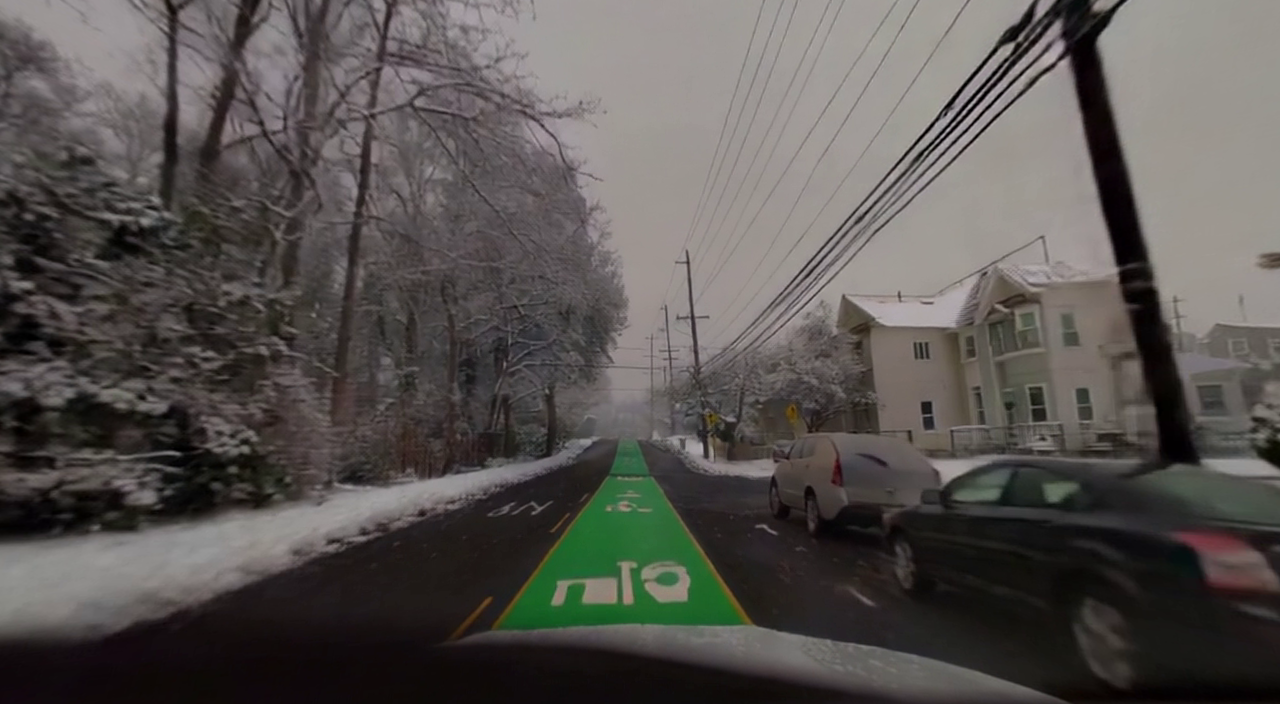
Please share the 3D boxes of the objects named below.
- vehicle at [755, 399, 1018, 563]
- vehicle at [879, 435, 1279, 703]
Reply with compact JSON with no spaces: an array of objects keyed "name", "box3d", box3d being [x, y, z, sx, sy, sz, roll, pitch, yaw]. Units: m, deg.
[{"name":"vehicle","box3d":[3.415,2.032,10.036,2.054,1.879,4.717,3,-12,-3]},{"name":"vehicle","box3d":[3.666,1.424,4.723,1.981,1.512,4.144,0,-9,-2]}]
